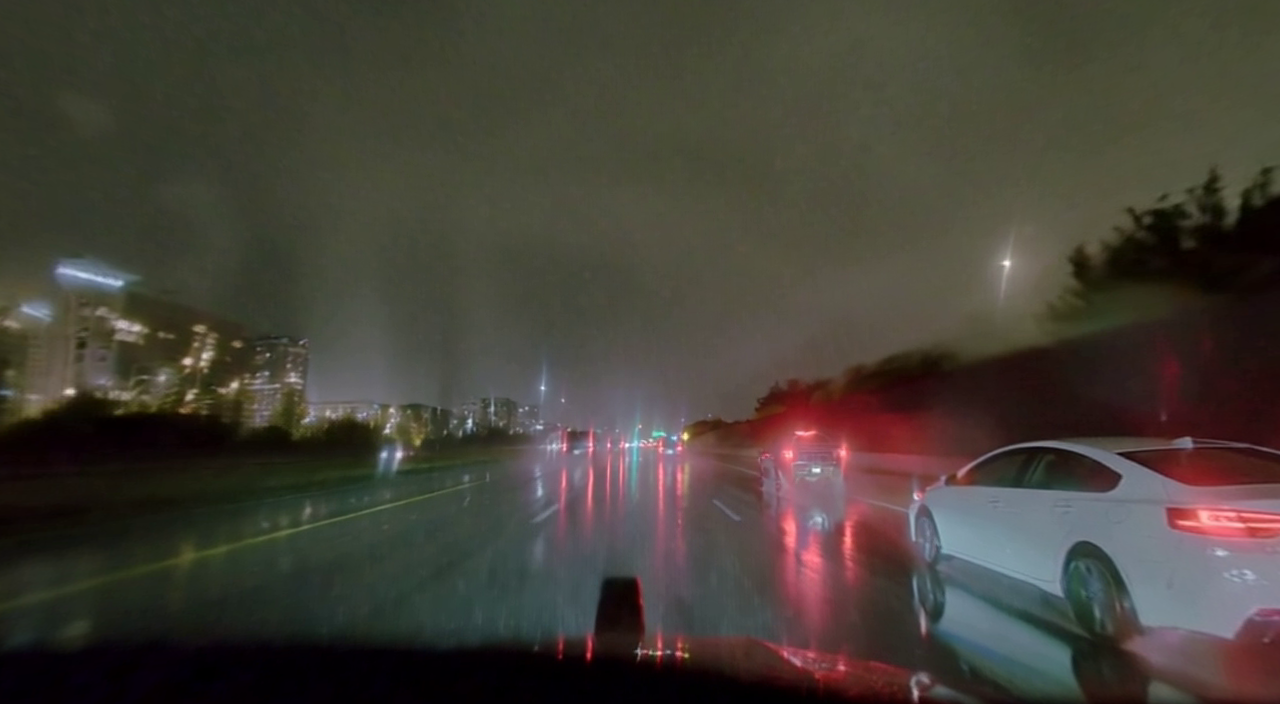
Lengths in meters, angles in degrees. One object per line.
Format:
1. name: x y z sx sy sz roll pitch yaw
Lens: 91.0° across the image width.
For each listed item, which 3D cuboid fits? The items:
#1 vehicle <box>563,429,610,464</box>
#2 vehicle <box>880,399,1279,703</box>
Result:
1. vehicle: -3.502 6.408 42.696 2.496 2.203 6.317 0 -9 1
2. vehicle: 3.853 1.321 4.956 2.047 1.532 4.884 0 -9 1
